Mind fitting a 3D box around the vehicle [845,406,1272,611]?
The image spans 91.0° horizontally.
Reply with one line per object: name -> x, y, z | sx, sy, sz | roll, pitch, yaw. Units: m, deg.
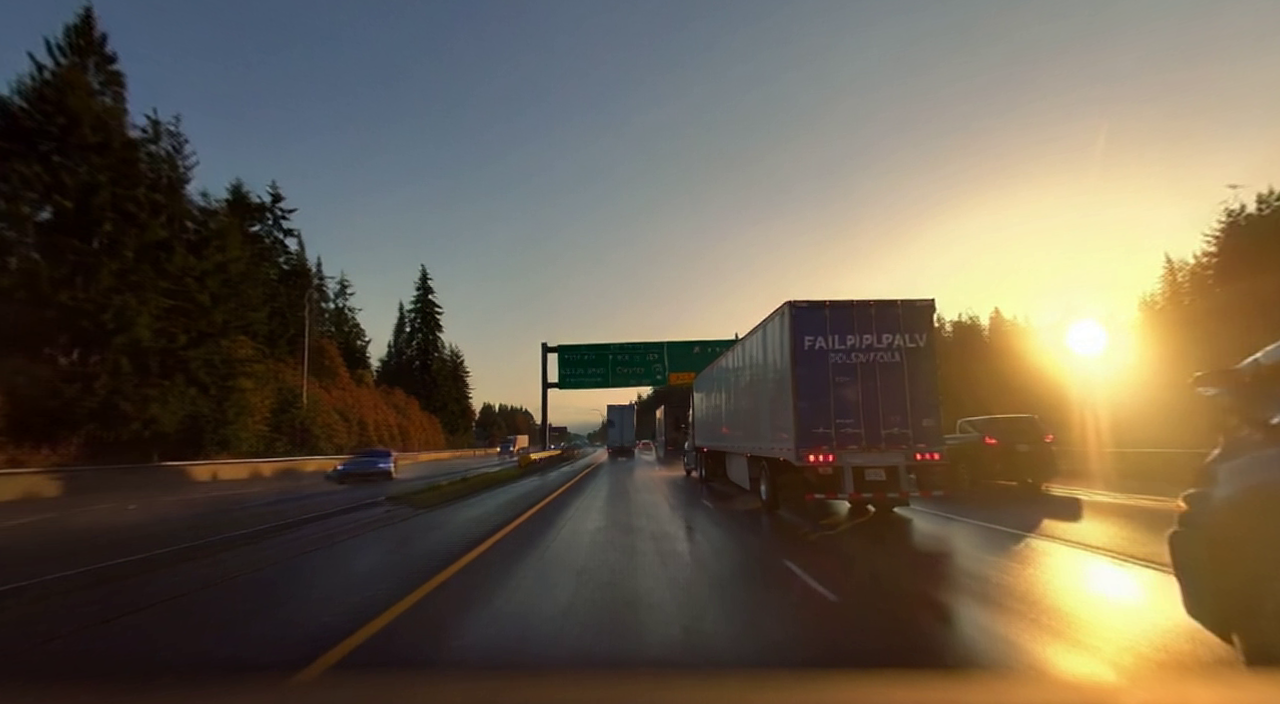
vehicle -> 4.543, 1.449, 6.786 | 4.253, 1.543, 2.045 | 4, -9, -30

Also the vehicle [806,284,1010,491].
vehicle -> 4.201, 0.625, 10.323 | 2.244, 3.047, 2.035 | 0, -8, -2

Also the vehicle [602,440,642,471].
vehicle -> -0.943, 5.309, 32.459 | 1.943, 1.491, 3.459 | 0, -8, -2
